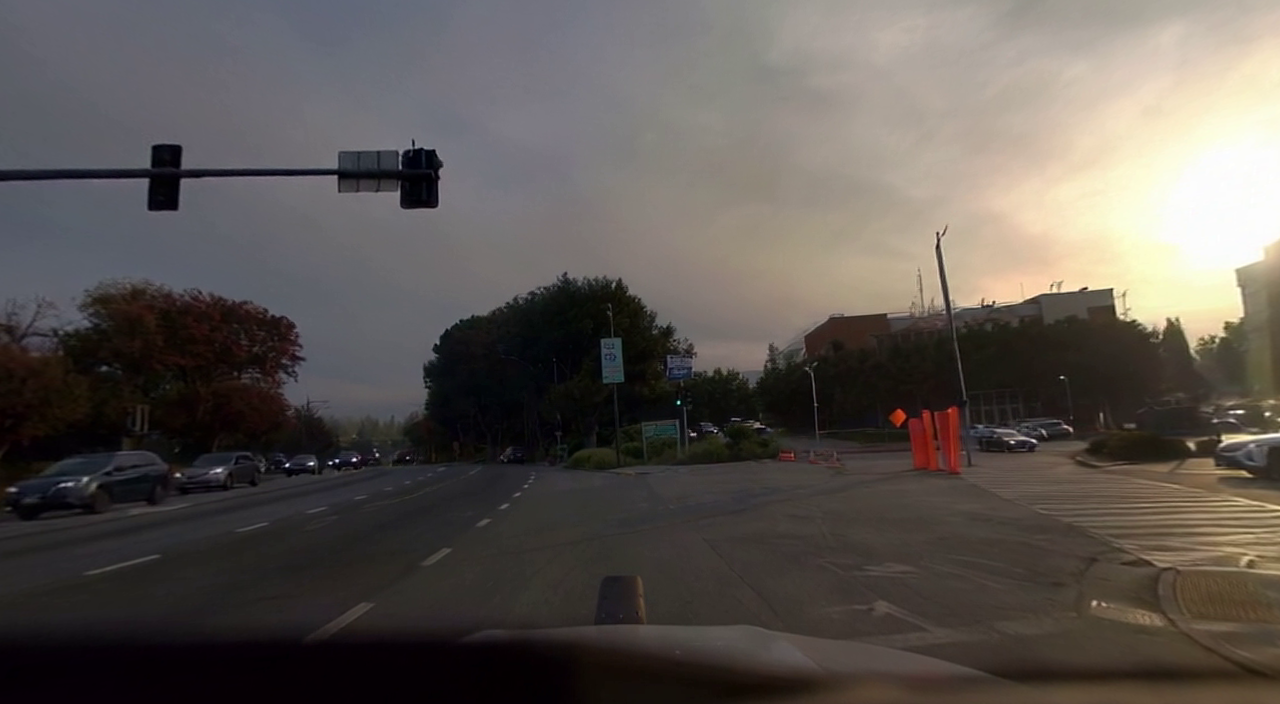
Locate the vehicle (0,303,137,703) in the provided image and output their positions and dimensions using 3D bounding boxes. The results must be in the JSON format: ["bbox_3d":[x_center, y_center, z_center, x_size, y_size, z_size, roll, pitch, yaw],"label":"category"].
[{"bbox_3d":[-3.514,0.423,0.391,2.134,1.799,5.082,0,-9,1],"label":"vehicle"}]

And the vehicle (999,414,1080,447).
[{"bbox_3d":[24.741,4.910,39.092,4.523,1.908,1.930,4,-9,-25],"label":"vehicle"}]
